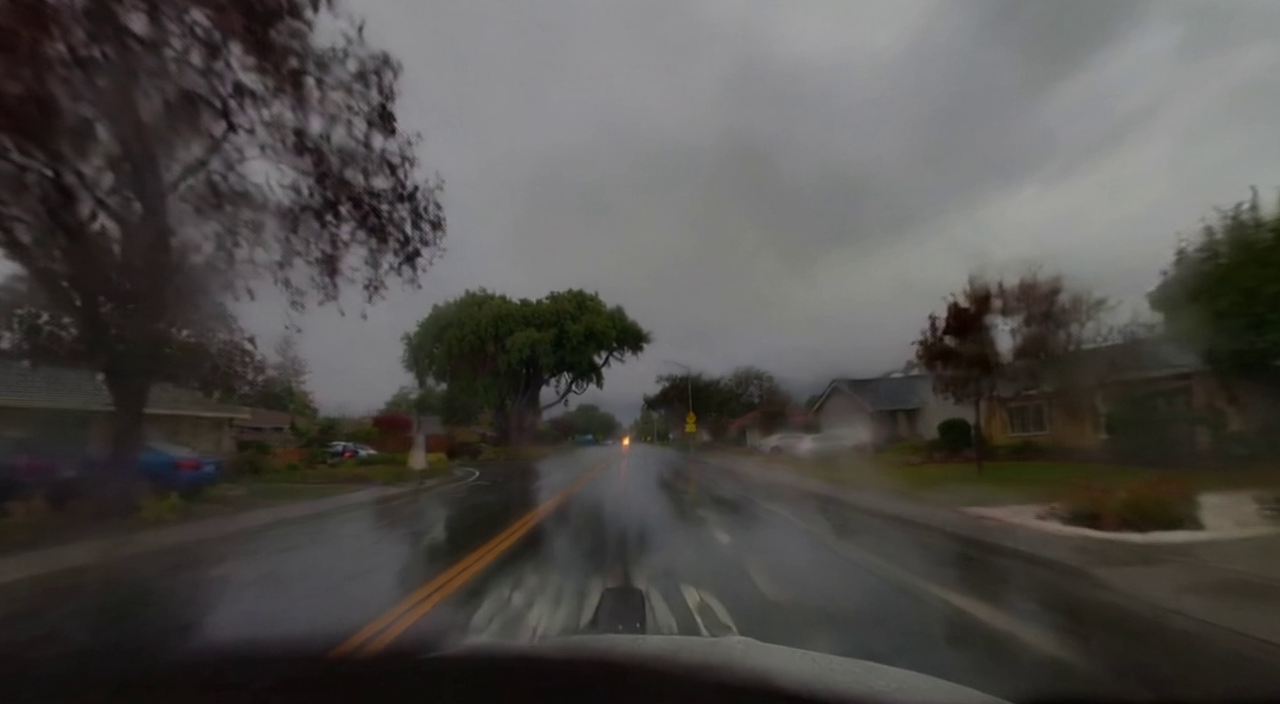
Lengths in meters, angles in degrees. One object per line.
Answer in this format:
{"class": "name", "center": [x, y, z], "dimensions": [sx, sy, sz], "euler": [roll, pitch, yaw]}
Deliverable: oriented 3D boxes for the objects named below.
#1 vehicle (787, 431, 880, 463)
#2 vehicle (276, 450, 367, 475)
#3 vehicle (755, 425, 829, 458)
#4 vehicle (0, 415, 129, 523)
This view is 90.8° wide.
{"class": "vehicle", "center": [10.880, 5.362, 35.757], "dimensions": [4.493, 1.493, 1.926], "euler": [-3, -8, -4]}
{"class": "vehicle", "center": [-18.976, 6.600, 37.780], "dimensions": [4.440, 1.445, 1.919], "euler": [-1, -8, 5]}
{"class": "vehicle", "center": [10.685, 6.324, 44.685], "dimensions": [4.459, 1.696, 2.361], "euler": [-7, -8, -2]}
{"class": "vehicle", "center": [-12.760, 2.144, 11.837], "dimensions": [4.549, 1.802, 2.081], "euler": [0, -8, 2]}
